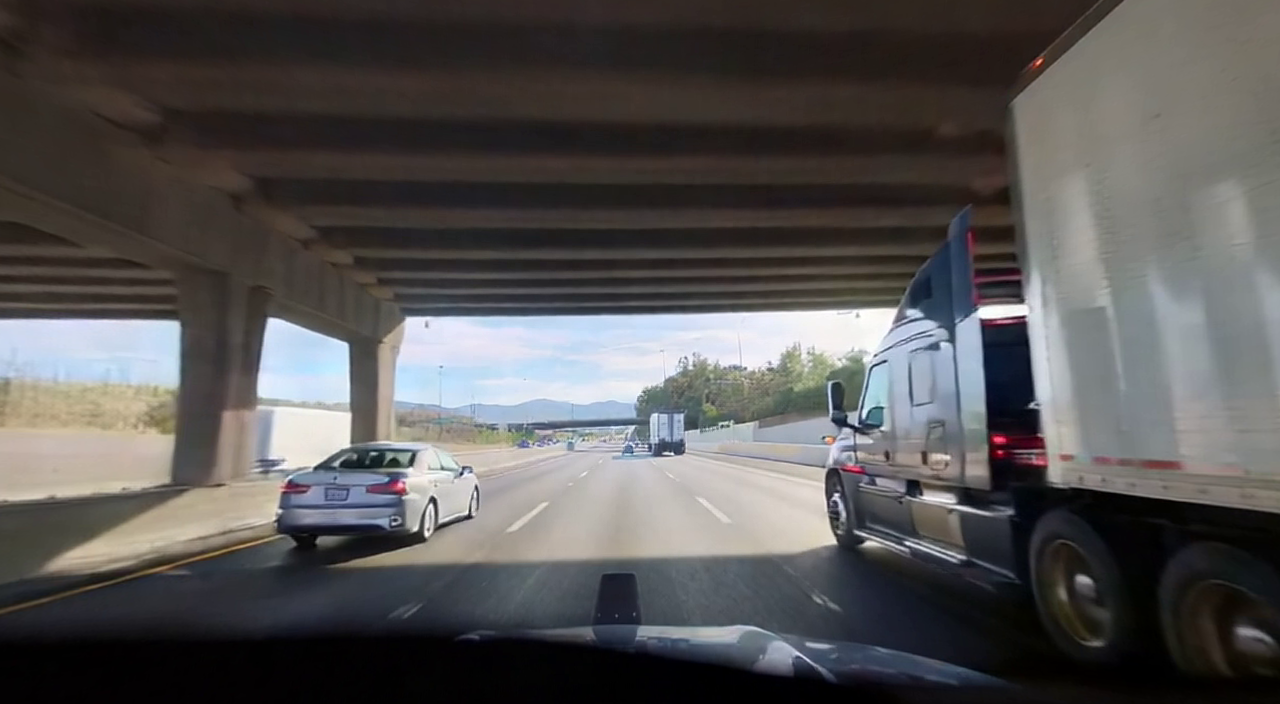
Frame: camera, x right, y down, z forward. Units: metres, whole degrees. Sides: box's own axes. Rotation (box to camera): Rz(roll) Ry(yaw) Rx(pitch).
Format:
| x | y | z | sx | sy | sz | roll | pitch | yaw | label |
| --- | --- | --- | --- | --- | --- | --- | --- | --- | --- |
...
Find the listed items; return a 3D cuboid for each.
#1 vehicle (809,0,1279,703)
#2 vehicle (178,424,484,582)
| x | y | z | sx | sy | sz | roll | pitch | yaw | label |
| --- | --- | --- | --- | --- | --- | --- | --- | --- | --- |
| 4.108 | 0.212 | 6.204 | 3.025 | 3.886 | 5.884 | 0 | -8 | -1 | vehicle |
| -3.548 | 1.774 | 8.296 | 1.990 | 1.520 | 4.100 | 0 | -8 | -1 | vehicle |
